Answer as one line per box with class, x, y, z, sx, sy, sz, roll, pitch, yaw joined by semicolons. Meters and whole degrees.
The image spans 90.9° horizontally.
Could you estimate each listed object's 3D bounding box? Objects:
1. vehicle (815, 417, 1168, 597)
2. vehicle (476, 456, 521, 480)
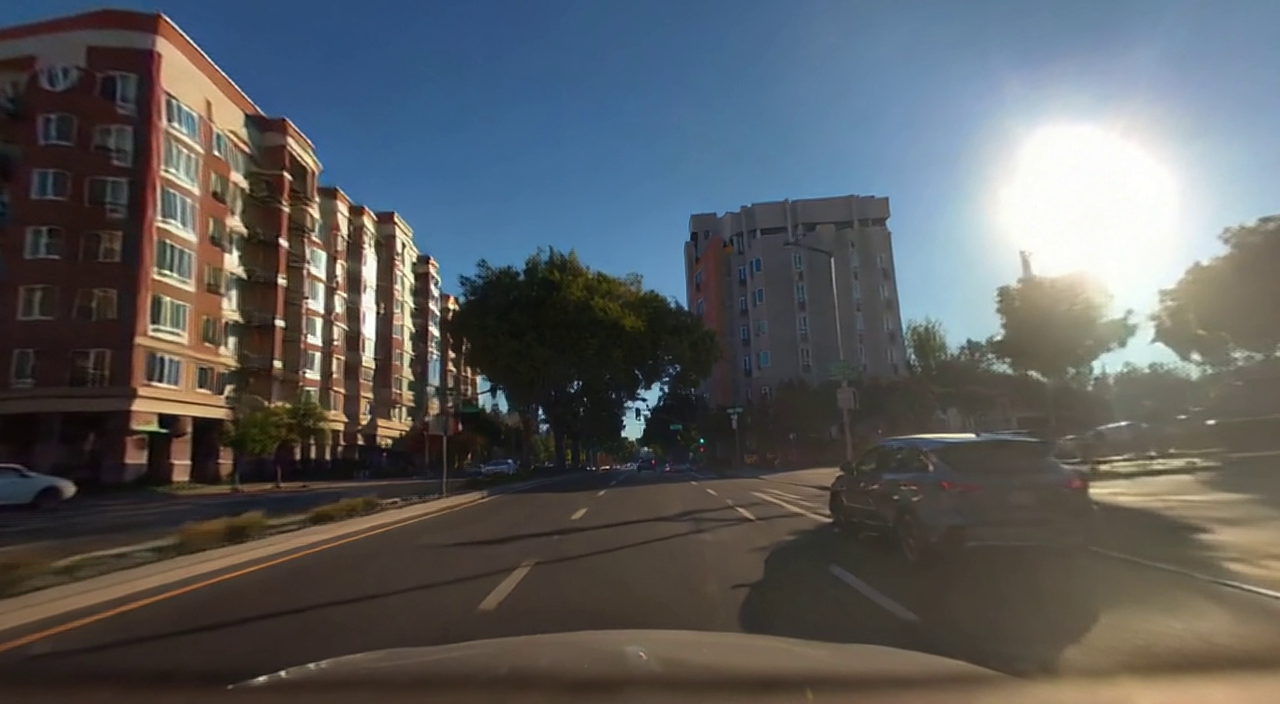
vehicle;3.682;1.676;7.647;1.949;1.583;3.996;0;-9;0
vehicle;-9.937;8.170;44.646;1.957;1.482;4.706;-1;-9;3
